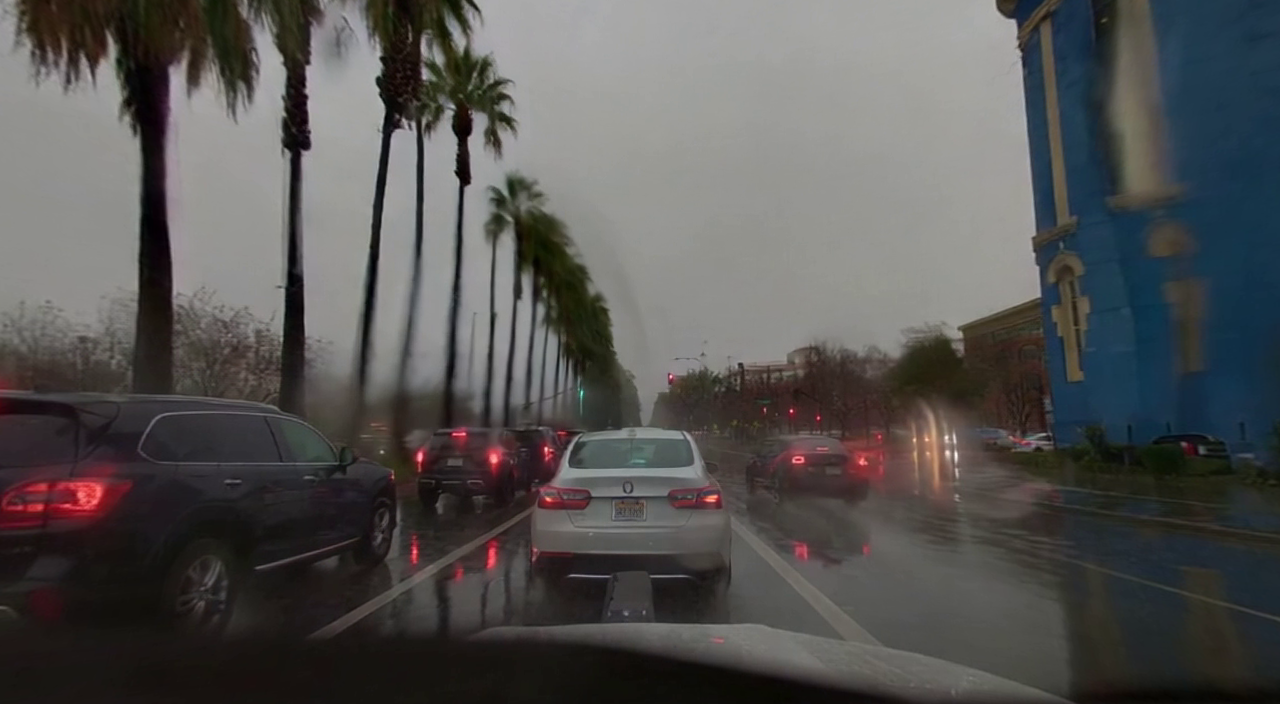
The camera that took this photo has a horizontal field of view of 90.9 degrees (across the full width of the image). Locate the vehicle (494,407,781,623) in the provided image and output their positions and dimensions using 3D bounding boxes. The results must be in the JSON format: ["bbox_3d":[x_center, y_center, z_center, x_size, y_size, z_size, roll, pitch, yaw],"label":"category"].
[{"bbox_3d":[-0.046,1.521,6.866,2.114,1.585,4.285,0,-8,-1],"label":"vehicle"}]

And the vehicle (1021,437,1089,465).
[{"bbox_3d":[26.045,6.247,39.705,1.882,1.672,3.957,-1,-9,7],"label":"vehicle"}]

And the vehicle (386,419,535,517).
[{"bbox_3d":[-3.476,2.325,13.080,1.840,1.684,4.041,0,-8,1],"label":"vehicle"}]

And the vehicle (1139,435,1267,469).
[{"bbox_3d":[25.464,4.533,28.644,3.914,1.427,1.779,-2,-8,5],"label":"vehicle"}]

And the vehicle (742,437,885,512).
[{"bbox_3d":[3.825,2.786,14.875,1.982,1.480,4.572,0,-8,-1],"label":"vehicle"}]

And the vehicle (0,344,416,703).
[{"bbox_3d":[-3.536,1.144,5.019,1.914,1.741,4.398,0,-8,-1],"label":"vehicle"}]
